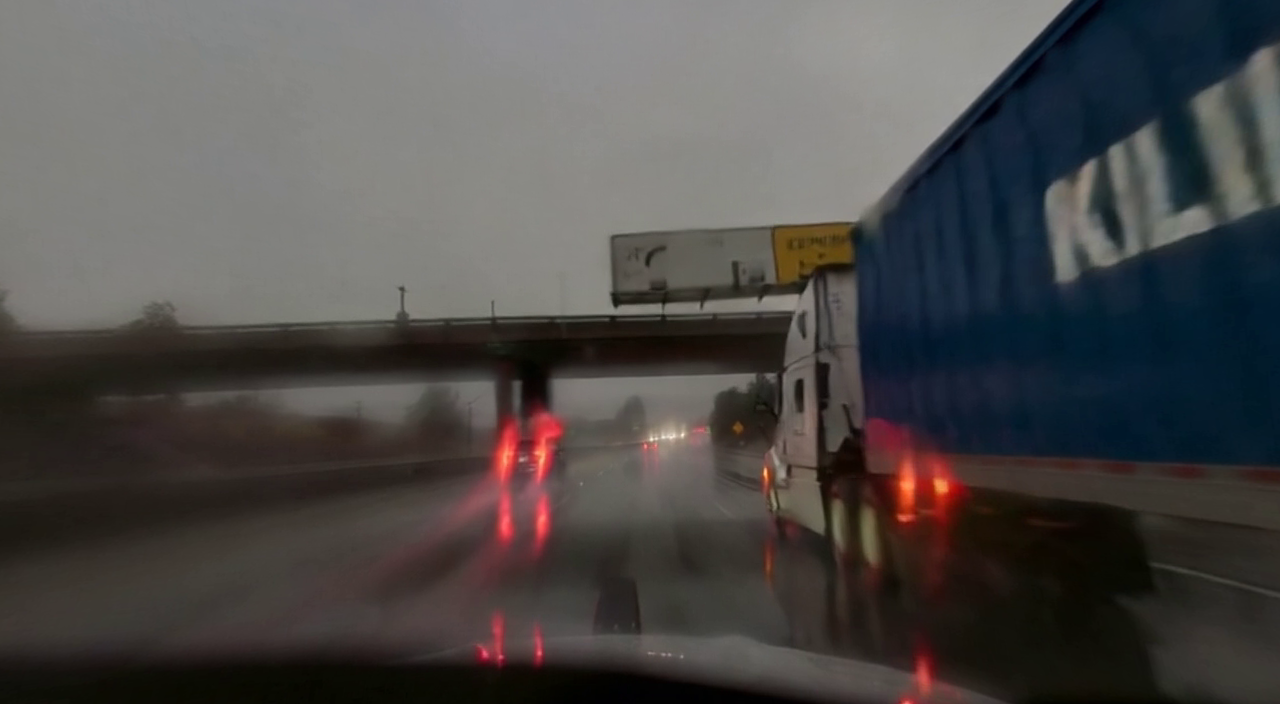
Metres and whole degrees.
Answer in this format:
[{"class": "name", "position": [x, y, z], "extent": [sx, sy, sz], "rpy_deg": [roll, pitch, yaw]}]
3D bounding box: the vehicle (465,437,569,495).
[{"class": "vehicle", "position": [-3.612, 3.433, 19.437], "extent": [2.276, 1.551, 4.484], "rpy_deg": [0, -8, 0]}]

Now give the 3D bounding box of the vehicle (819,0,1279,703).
[{"class": "vehicle", "position": [3.826, -0.251, 1.359], "extent": [3.306, 3.531, 11.717], "rpy_deg": [0, -8, -1]}]
